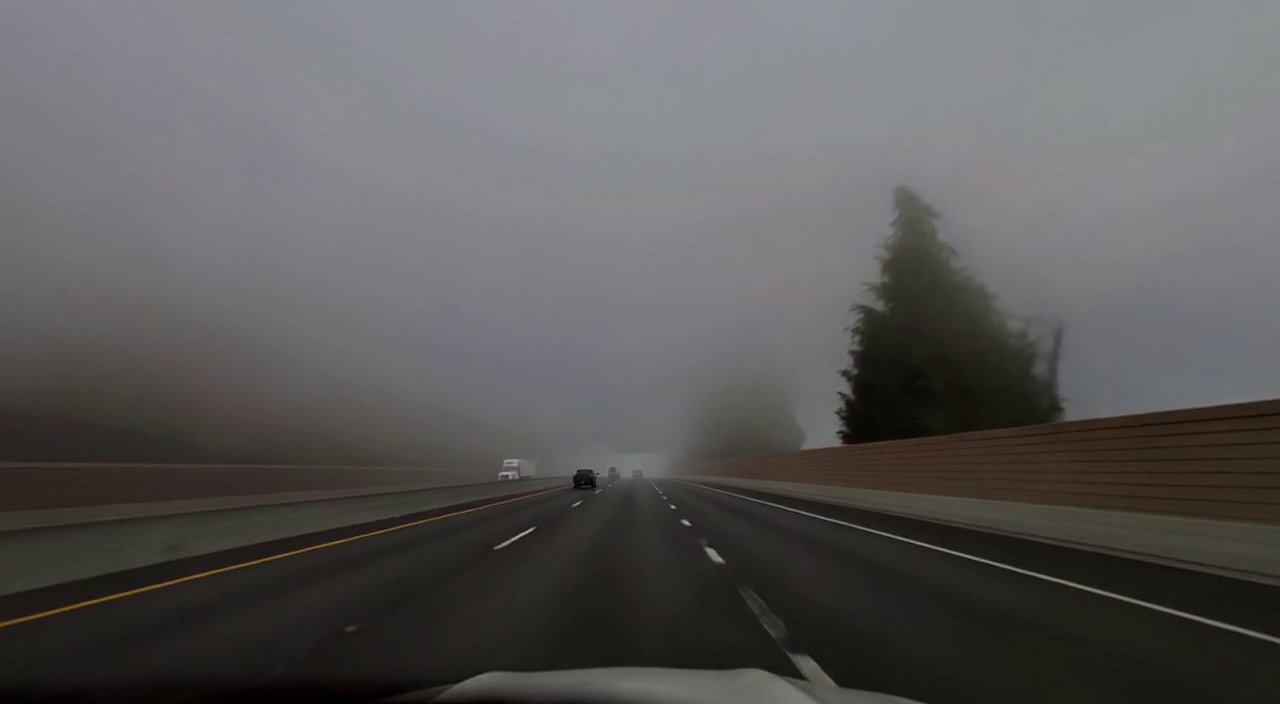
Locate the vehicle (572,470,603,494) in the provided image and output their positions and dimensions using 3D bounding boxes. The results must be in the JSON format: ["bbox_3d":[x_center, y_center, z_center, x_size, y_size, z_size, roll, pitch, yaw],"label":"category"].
[{"bbox_3d":[-3.578,8.919,43.391,1.863,1.486,3.852,1,-11,-1],"label":"vehicle"}]
